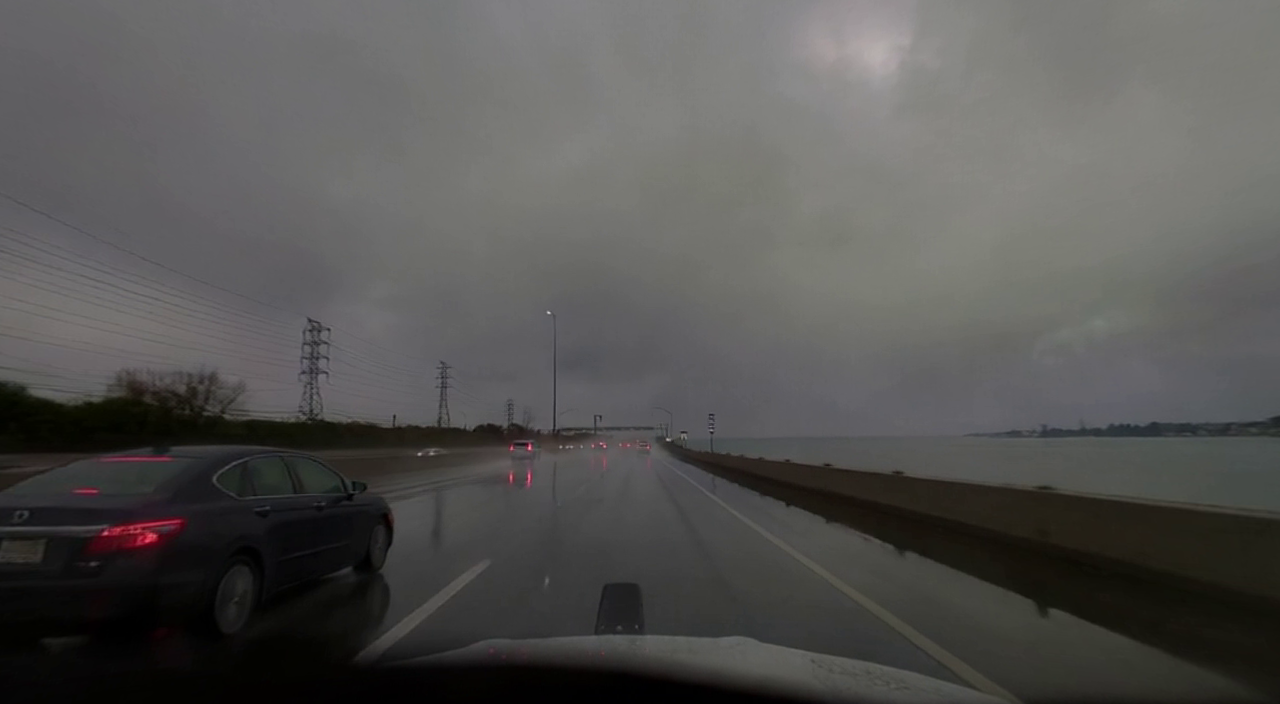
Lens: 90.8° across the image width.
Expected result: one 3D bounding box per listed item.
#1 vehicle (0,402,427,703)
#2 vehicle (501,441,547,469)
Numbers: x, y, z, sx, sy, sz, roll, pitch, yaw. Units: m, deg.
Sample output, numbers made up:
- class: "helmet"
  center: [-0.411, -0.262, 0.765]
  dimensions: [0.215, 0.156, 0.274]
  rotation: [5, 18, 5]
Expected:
- class: "vehicle"
  center: [-3.513, 1.316, 5.048]
  dimensions: [2.015, 1.501, 4.454]
  rotation: [0, -9, 1]
- class: "vehicle"
  center: [-7.382, 6.590, 40.551]
  dimensions: [2.050, 1.717, 4.418]
  rotation: [0, -9, 1]
